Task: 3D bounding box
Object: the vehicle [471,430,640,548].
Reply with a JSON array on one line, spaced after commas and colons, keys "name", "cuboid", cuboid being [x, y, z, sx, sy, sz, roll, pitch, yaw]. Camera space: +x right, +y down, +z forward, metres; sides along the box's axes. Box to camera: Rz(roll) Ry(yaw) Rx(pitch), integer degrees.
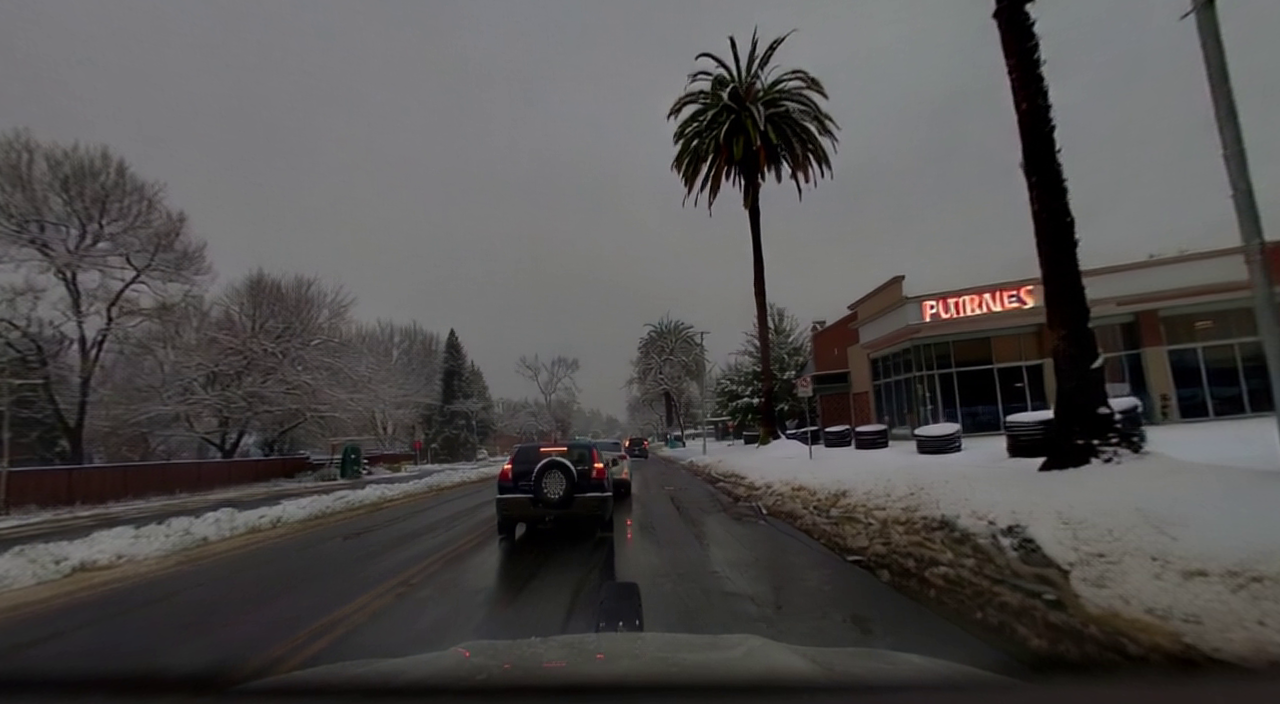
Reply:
[{"name": "vehicle", "cuboid": [-1.111, 2.067, 10.224, 2.169, 1.495, 4.048, 0, -8, -1]}]
